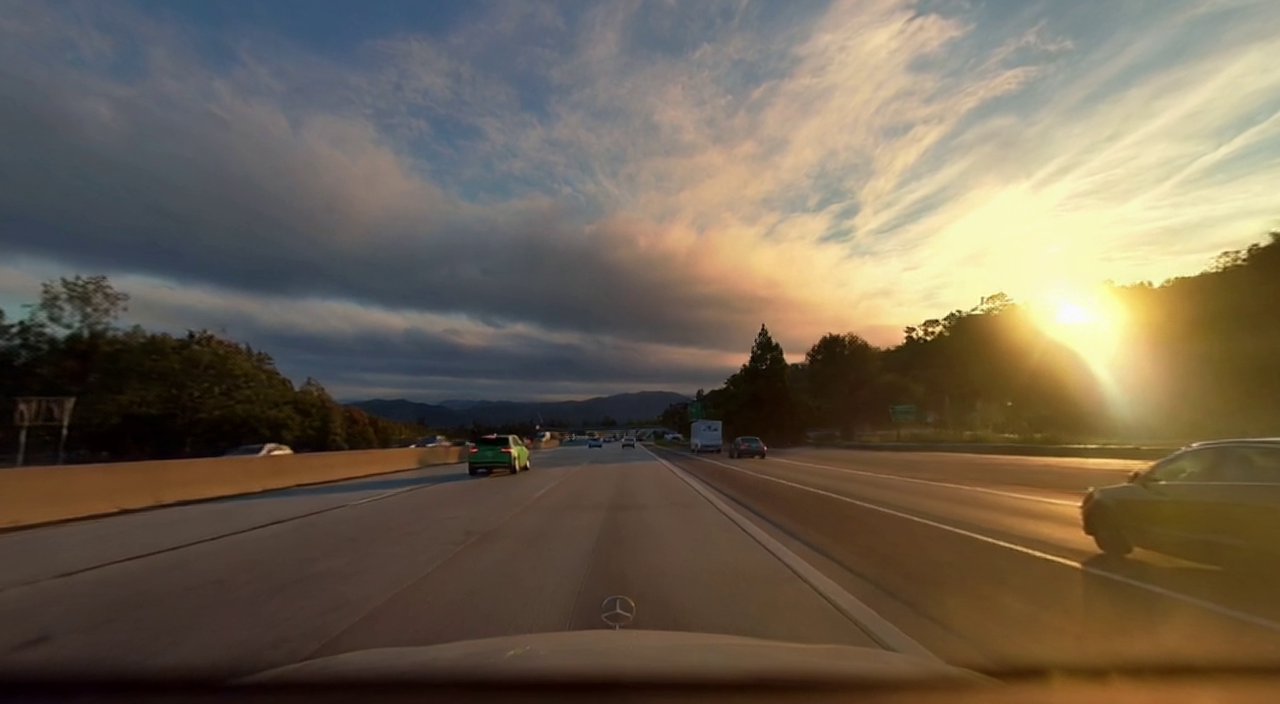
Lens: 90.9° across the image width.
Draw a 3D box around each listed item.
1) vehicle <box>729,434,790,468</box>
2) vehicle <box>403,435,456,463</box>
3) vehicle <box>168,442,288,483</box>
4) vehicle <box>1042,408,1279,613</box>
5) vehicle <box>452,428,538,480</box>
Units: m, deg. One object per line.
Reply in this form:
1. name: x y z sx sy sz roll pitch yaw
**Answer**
1. vehicle: 5.411 4.508 29.012 1.920 1.436 3.890 0 -8 -2
2. vehicle: -13.242 6.078 39.863 1.902 1.647 4.241 0 -8 -1
3. vehicle: -16.565 4.439 25.687 1.864 1.436 4.572 0 -8 -1
4. vehicle: 5.702 1.231 5.130 2.028 1.488 4.236 0 -8 0
5. vehicle: -4.708 3.347 21.070 1.966 1.570 3.859 0 -8 0
